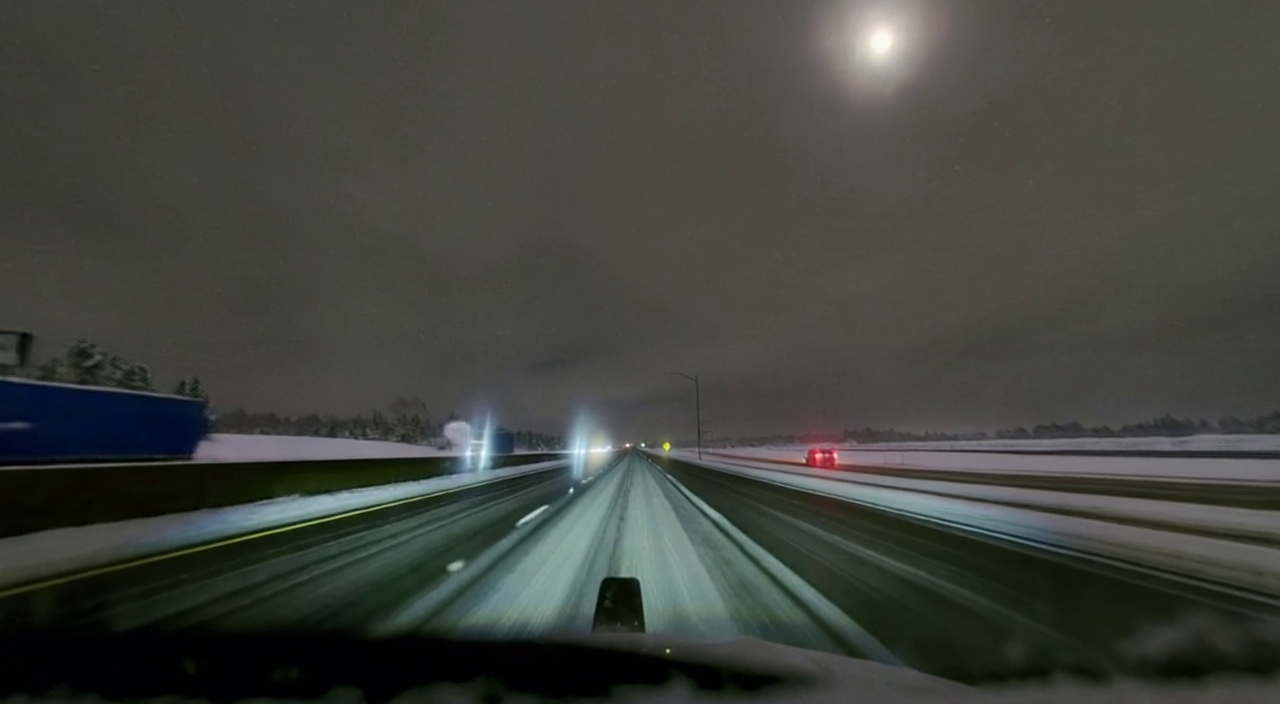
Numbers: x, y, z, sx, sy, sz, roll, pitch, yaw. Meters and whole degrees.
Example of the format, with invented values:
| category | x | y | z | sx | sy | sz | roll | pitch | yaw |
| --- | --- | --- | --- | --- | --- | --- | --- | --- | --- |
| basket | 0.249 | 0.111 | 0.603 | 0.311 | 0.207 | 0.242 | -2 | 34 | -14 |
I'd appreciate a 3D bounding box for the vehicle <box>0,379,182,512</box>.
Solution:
| category | x | y | z | sx | sy | sz | roll | pitch | yaw |
| --- | --- | --- | --- | --- | --- | --- | --- | --- | --- |
| vehicle | -20.205 | 2.977 | 19.805 | 2.764 | 3.867 | 11.794 | 0 | -9 | -1 |
